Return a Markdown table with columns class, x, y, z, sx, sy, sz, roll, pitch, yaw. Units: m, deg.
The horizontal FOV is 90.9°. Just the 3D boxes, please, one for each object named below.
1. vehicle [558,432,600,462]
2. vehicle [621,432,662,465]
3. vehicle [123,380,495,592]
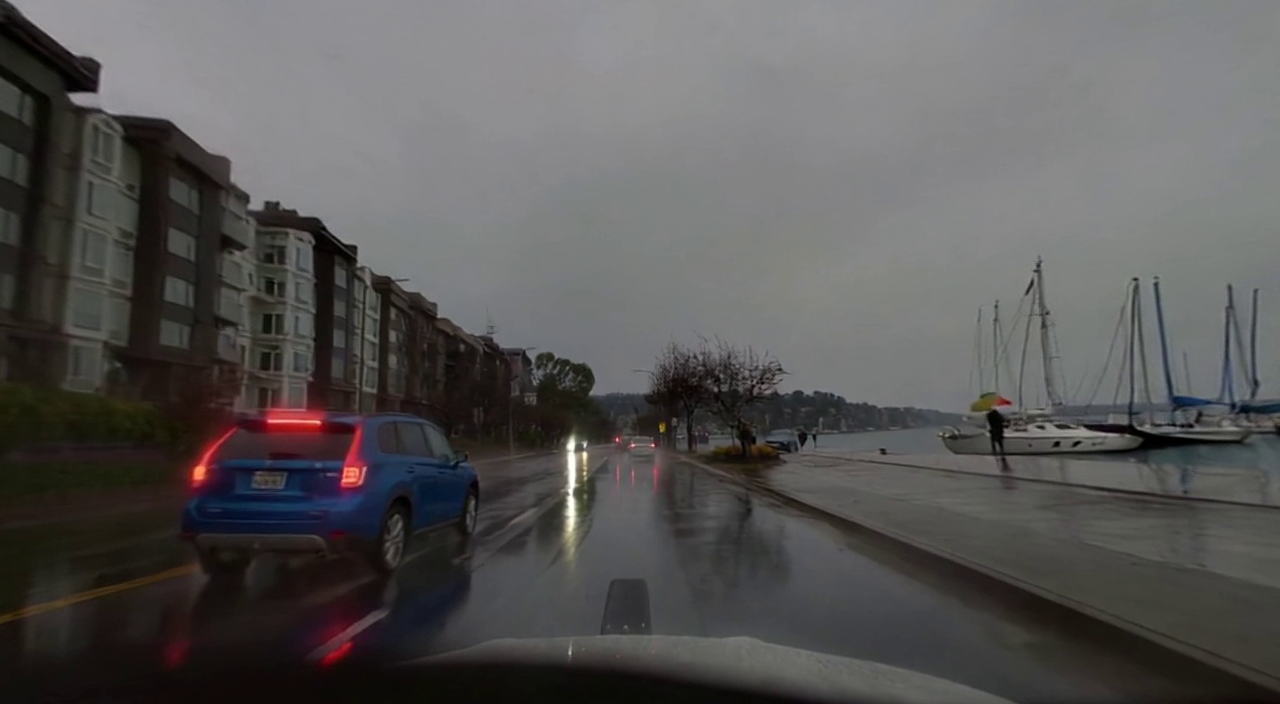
| class | x | y | z | sx | sy | sz | roll | pitch | yaw |
| --- | --- | --- | --- | --- | --- | --- | --- | --- | --- |
| vehicle | -3.612 | 5.741 | 37.972 | 2.056 | 1.680 | 4.205 | 0 | -8 | 1 |
| vehicle | 0.062 | 5.171 | 33.910 | 2.057 | 1.624 | 3.726 | 0 | -8 | 0 |
| vehicle | -3.420 | 1.508 | 7.899 | 2.082 | 1.817 | 4.724 | 0 | -8 | 0 |
